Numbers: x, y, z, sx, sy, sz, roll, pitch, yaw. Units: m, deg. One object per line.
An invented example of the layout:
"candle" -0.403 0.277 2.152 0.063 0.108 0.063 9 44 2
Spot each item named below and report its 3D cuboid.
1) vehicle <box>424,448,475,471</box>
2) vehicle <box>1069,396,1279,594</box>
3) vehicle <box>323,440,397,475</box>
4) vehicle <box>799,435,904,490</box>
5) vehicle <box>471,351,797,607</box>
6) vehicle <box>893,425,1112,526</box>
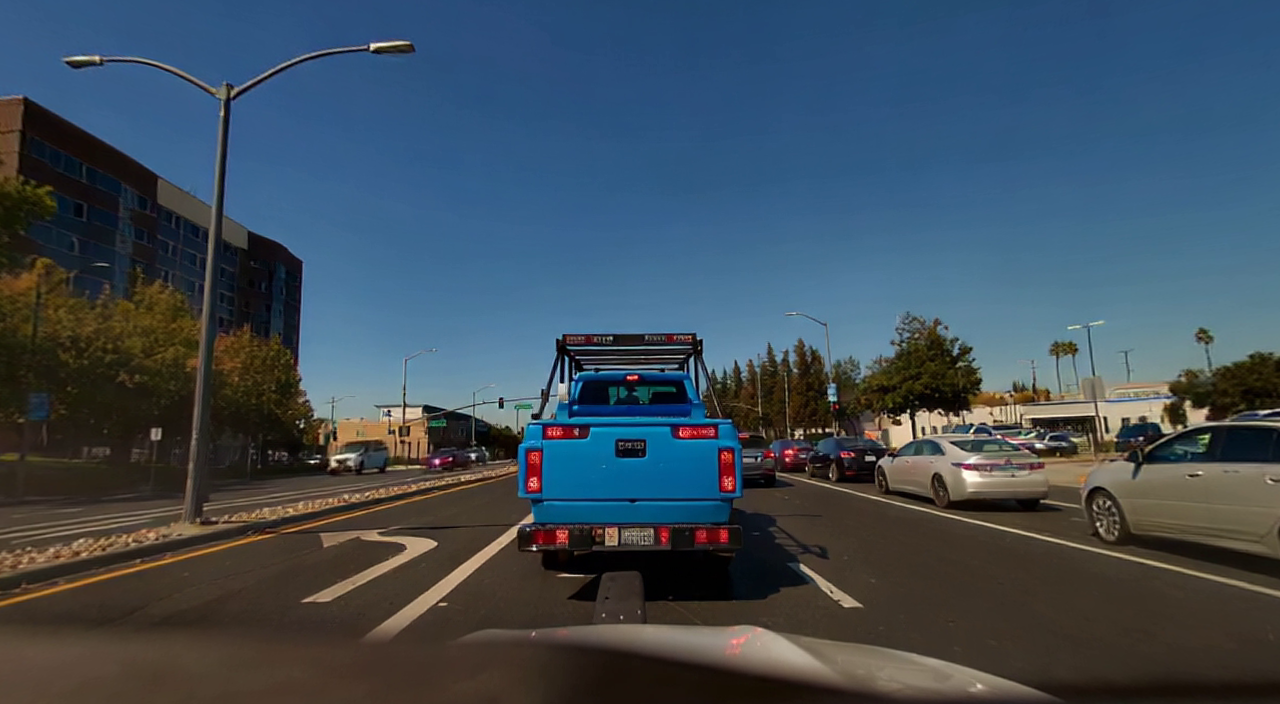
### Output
"vehicle" -12.559 7.096 41.949 1.983 1.449 4.501 0 -9 0
"vehicle" 6.804 1.363 6.162 2.023 1.771 4.488 0 -9 0
"vehicle" -19.316 7.289 43.946 2.700 2.296 5.270 0 -9 -1
"vehicle" 7.059 3.732 21.605 1.953 1.665 4.327 0 -9 -2
"vehicle" -0.096 1.464 8.169 2.682 2.117 5.706 0 -9 -1
"vehicle" 7.065 2.435 12.968 1.931 1.692 4.267 0 -9 0
